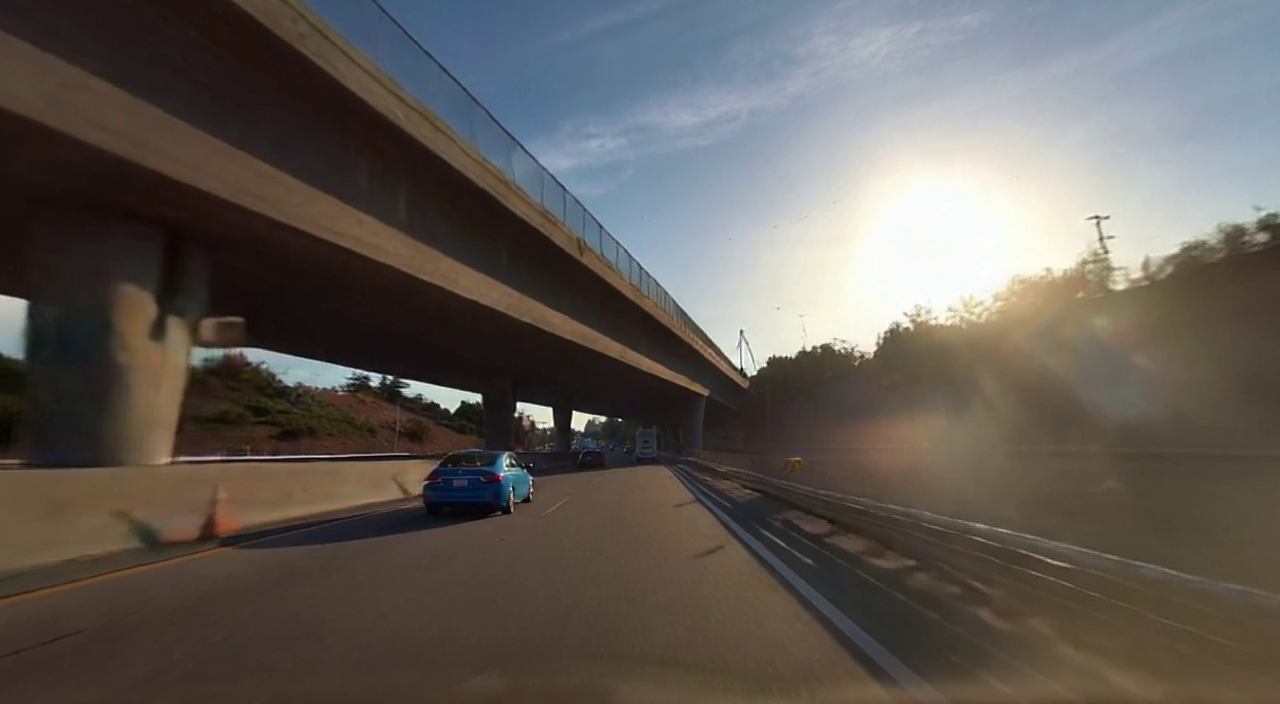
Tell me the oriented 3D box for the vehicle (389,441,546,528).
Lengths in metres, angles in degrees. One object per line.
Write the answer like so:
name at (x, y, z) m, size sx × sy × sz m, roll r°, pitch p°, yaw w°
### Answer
vehicle at (-3.394, 2.702, 13.492) m, size 2.012 × 1.510 × 4.672 m, roll 0°, pitch -9°, yaw 0°

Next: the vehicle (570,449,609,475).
vehicle at (-3.005, 6.664, 38.281) m, size 1.965 × 1.459 × 4.145 m, roll 0°, pitch -9°, yaw 0°
